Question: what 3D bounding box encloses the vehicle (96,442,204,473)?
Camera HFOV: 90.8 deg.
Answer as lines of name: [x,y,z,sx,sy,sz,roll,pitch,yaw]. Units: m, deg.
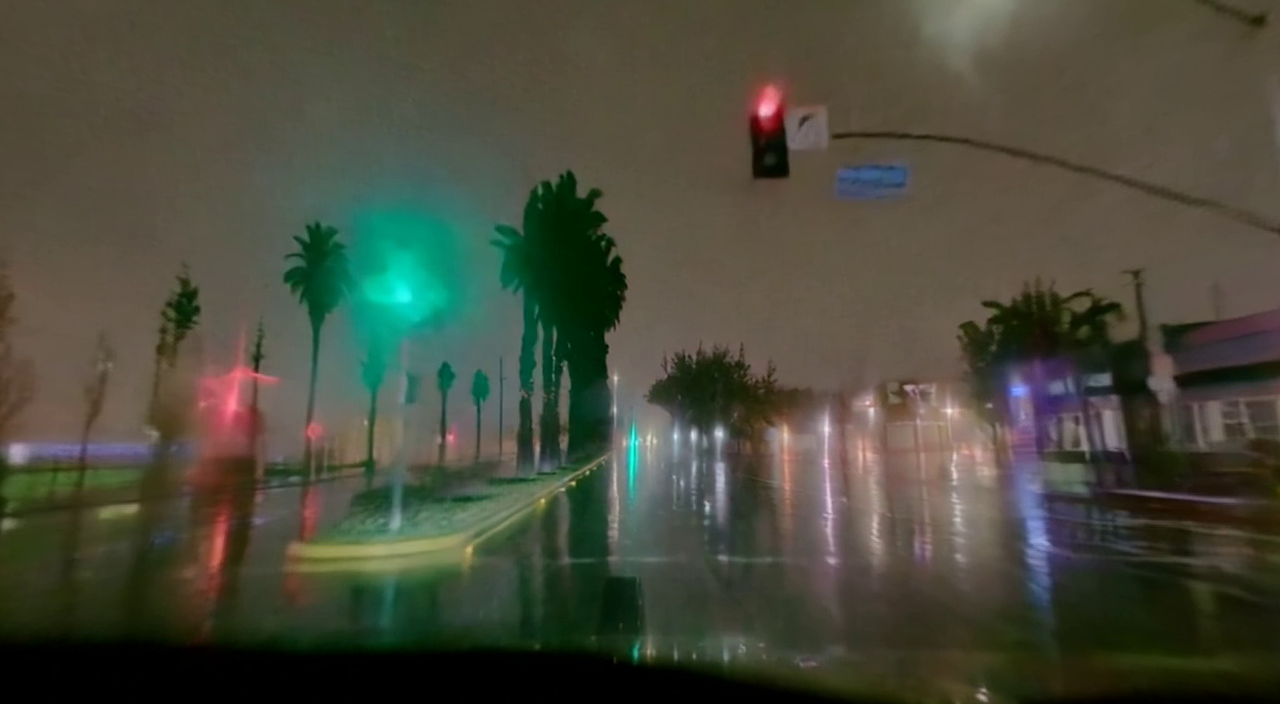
vehicle: [-32.000,6.885,41.335,5.196,1.936,2.247,-1,-9,2]
